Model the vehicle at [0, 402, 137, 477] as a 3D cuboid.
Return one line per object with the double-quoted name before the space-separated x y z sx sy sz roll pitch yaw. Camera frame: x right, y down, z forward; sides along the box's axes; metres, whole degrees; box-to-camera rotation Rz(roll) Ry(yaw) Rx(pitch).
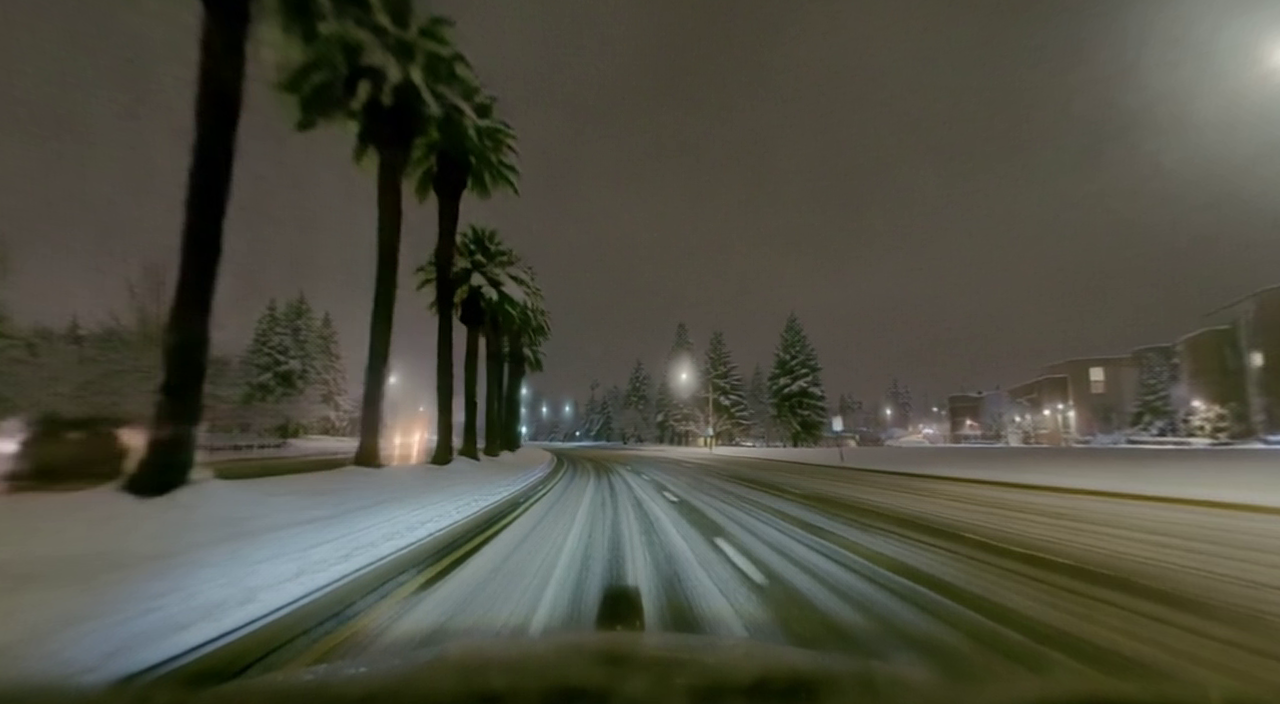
"vehicle" -15.828 2.291 16.319 2.061 1.699 4.606 0 -9 -4
